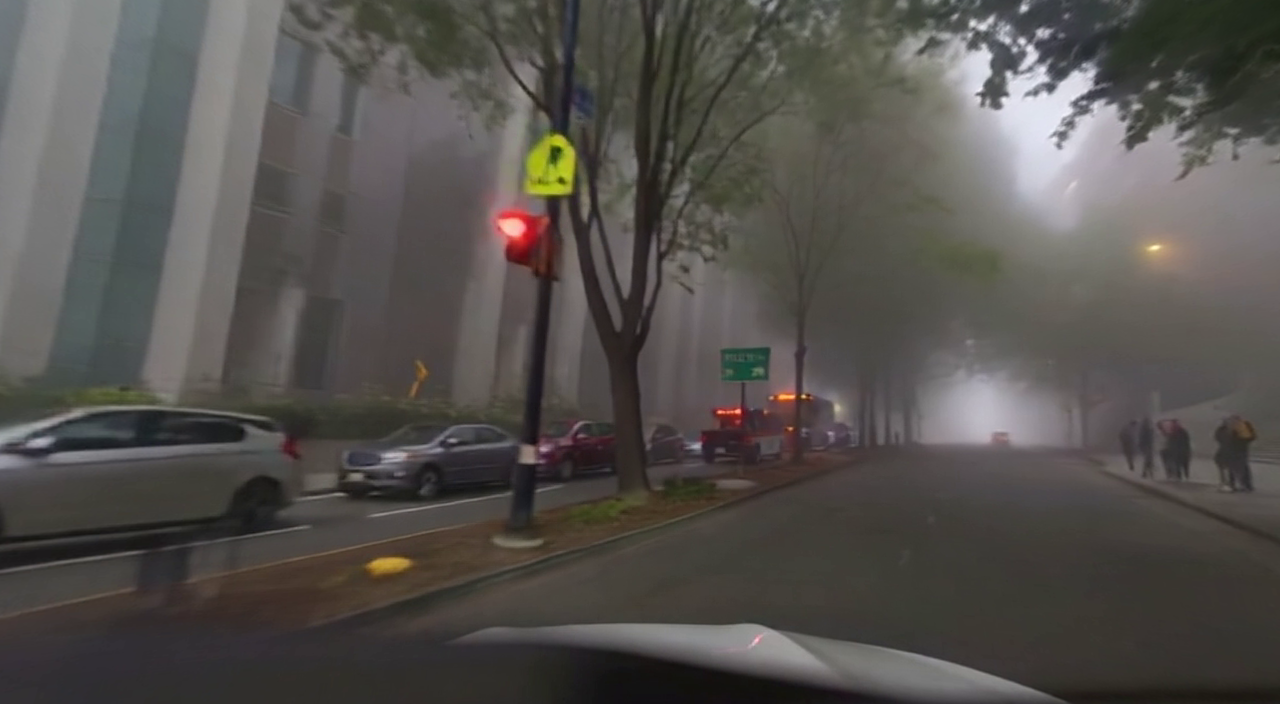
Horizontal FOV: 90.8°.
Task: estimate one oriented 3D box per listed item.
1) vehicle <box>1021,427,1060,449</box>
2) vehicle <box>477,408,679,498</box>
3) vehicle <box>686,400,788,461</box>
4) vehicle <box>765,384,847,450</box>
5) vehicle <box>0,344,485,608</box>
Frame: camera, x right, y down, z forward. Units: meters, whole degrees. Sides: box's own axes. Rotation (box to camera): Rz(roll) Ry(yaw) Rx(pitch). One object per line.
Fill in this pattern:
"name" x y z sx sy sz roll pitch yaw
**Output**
"vehicle" 29.693 6.404 46.940 1.888 1.536 4.381 -4 -9 26
"vehicle" -1.015 2.025 12.975 1.826 1.488 4.628 -4 -9 28
"vehicle" 3.452 2.737 21.717 1.988 1.855 4.599 -4 -9 28
"vehicle" 7.740 3.101 29.004 2.268 2.708 5.699 -4 -9 28
"vehicle" -4.177 1.199 6.896 2.053 1.798 4.841 -4 -9 28
